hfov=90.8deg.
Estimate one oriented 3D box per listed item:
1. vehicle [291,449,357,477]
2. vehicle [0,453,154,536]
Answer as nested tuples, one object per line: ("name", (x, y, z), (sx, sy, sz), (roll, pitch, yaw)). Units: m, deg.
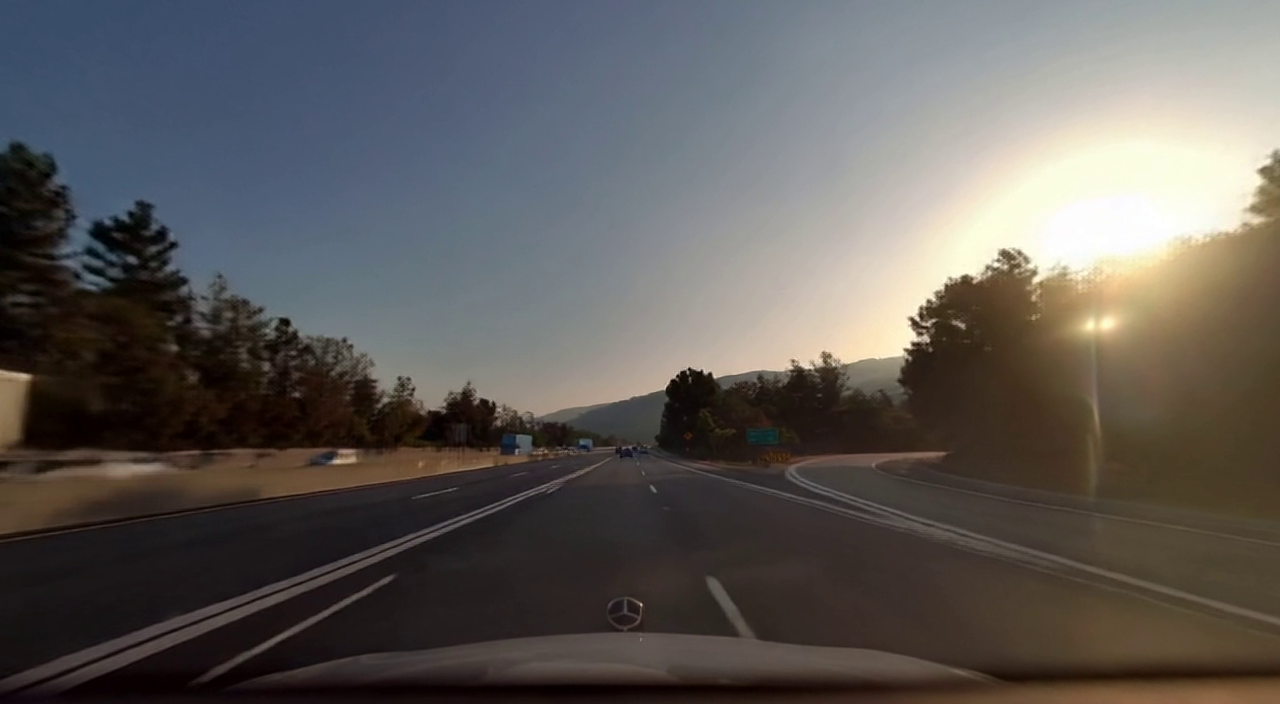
("vehicle", (-19.315, 6.758, 38.750), (1.894, 1.632, 4.208), (0, -9, -1))
("vehicle", (-12.322, 2.817, 12.935), (1.706, 1.442, 3.740), (0, -9, 0))
